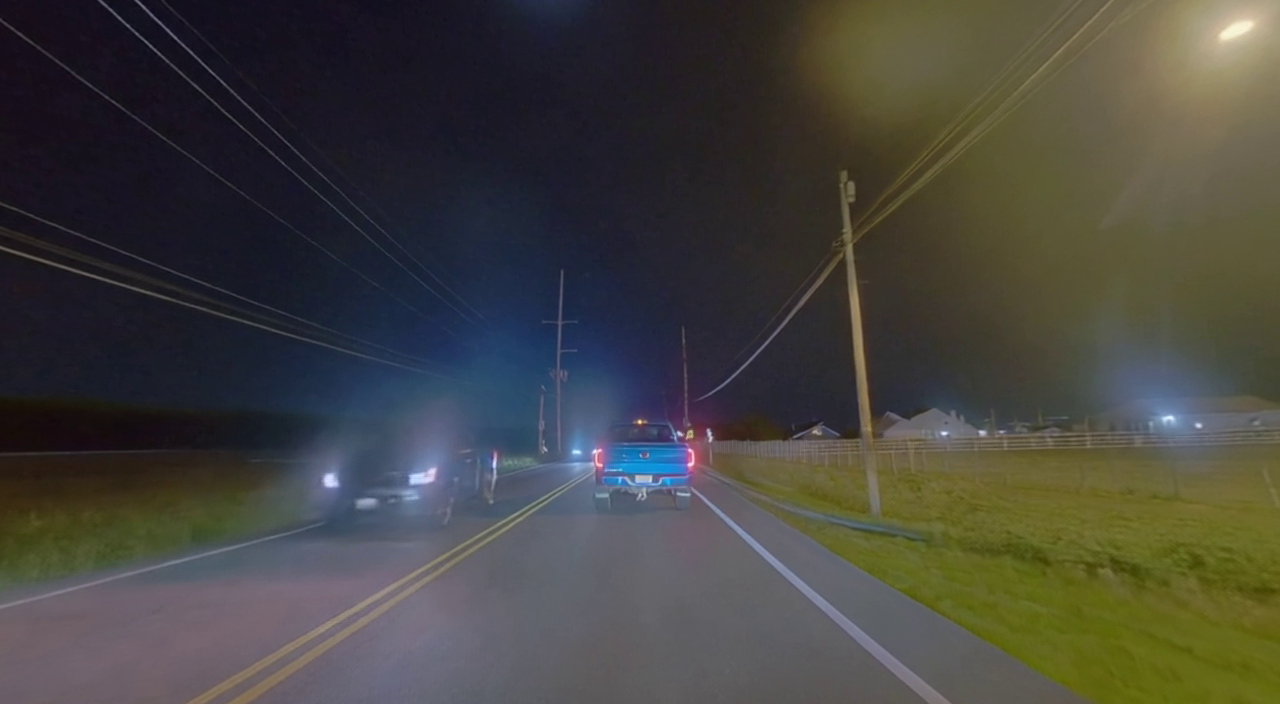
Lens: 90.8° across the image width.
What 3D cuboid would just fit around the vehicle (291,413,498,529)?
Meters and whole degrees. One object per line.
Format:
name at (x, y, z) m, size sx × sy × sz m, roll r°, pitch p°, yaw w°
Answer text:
vehicle at (-4.418, 2.240, 12.451) m, size 2.077 × 1.805 × 4.891 m, roll 0°, pitch -8°, yaw 0°

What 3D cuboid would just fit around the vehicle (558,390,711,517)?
vehicle at (-0.137, 2.233, 14.210) m, size 2.693 × 2.223 × 5.885 m, roll 0°, pitch -8°, yaw -1°
